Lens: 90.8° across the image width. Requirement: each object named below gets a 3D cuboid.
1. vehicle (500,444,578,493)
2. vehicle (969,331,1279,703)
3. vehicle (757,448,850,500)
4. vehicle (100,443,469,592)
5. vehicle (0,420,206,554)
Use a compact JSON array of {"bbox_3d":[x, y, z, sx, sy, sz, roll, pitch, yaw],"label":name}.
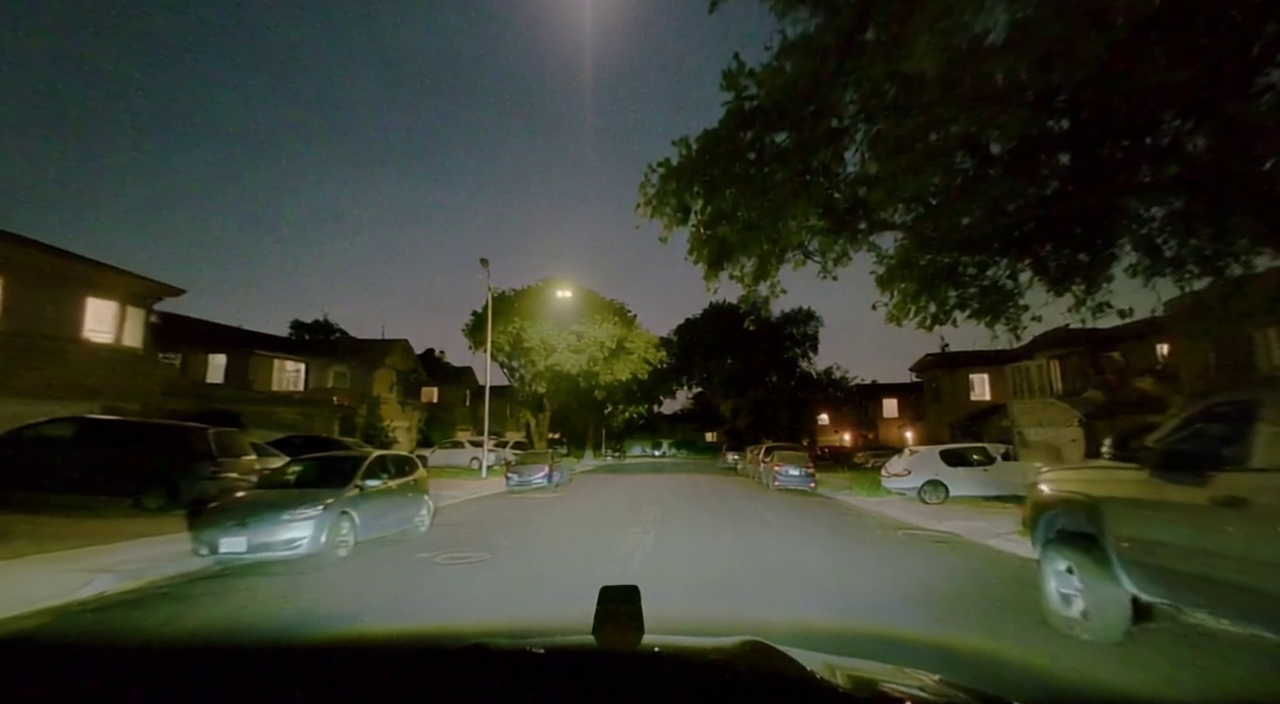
[{"bbox_3d":[-3.591,4.205,23.214,1.943,1.602,4.172,-1,-8,3],"label":"vehicle"},{"bbox_3d":[3.978,0.920,3.318,2.075,1.882,4.749,0,-8,2],"label":"vehicle"},{"bbox_3d":[5.273,3.986,21.129,2.042,1.456,4.903,-1,-8,3],"label":"vehicle"},{"bbox_3d":[-4.238,2.004,8.732,2.189,1.421,4.659,-1,-8,4],"label":"vehicle"},{"bbox_3d":[-8.837,1.737,8.469,4.642,1.516,1.995,-1,-9,5],"label":"vehicle"}]
